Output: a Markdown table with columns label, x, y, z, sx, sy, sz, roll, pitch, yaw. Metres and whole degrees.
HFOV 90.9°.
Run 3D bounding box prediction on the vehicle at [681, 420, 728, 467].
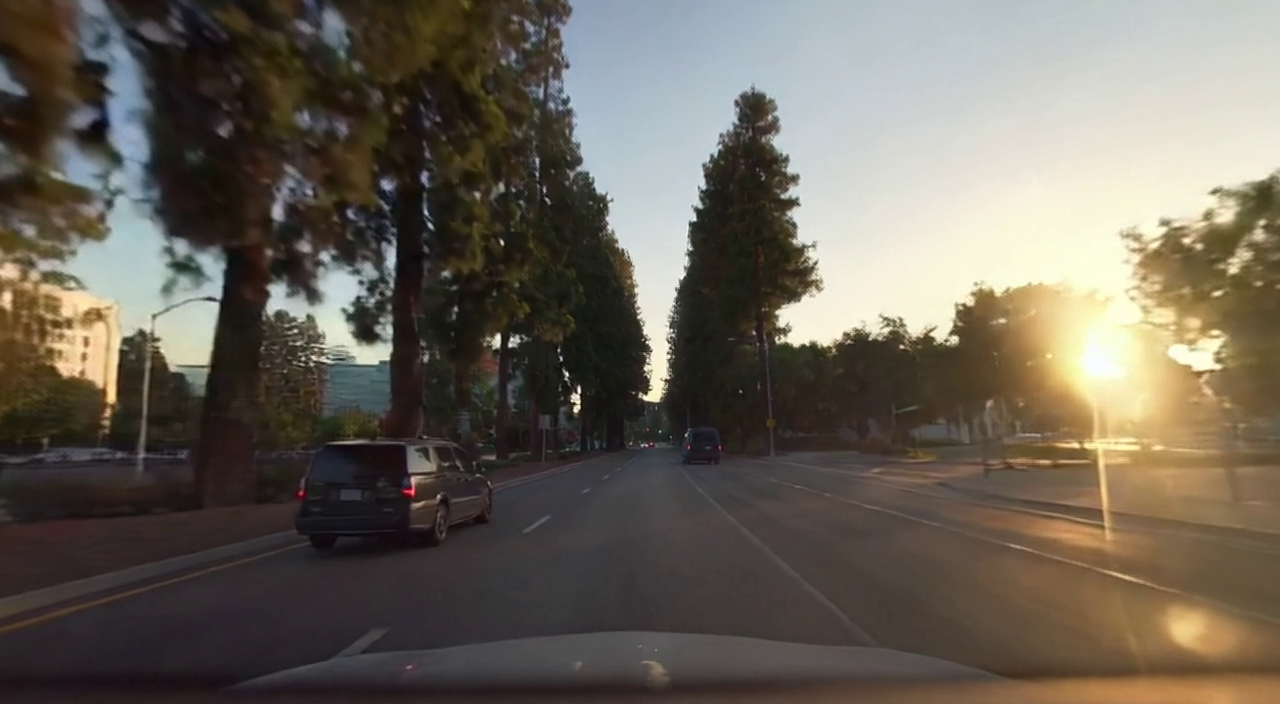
| label | x | y | z | sx | sy | sz | roll | pitch | yaw |
| --- | --- | --- | --- | --- | --- | --- | --- | --- | --- |
| vehicle | 3.896 | 5.723 | 39.364 | 2.349 | 2.671 | 5.744 | 0 | -9 | 0 |

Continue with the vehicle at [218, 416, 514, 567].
| label | x | y | z | sx | sy | sz | roll | pitch | yaw |
| --- | --- | --- | --- | --- | --- | --- | --- | --- | --- |
| vehicle | -3.411 | 1.842 | 9.103 | 2.129 | 1.602 | 4.532 | 0 | -9 | 1 |
